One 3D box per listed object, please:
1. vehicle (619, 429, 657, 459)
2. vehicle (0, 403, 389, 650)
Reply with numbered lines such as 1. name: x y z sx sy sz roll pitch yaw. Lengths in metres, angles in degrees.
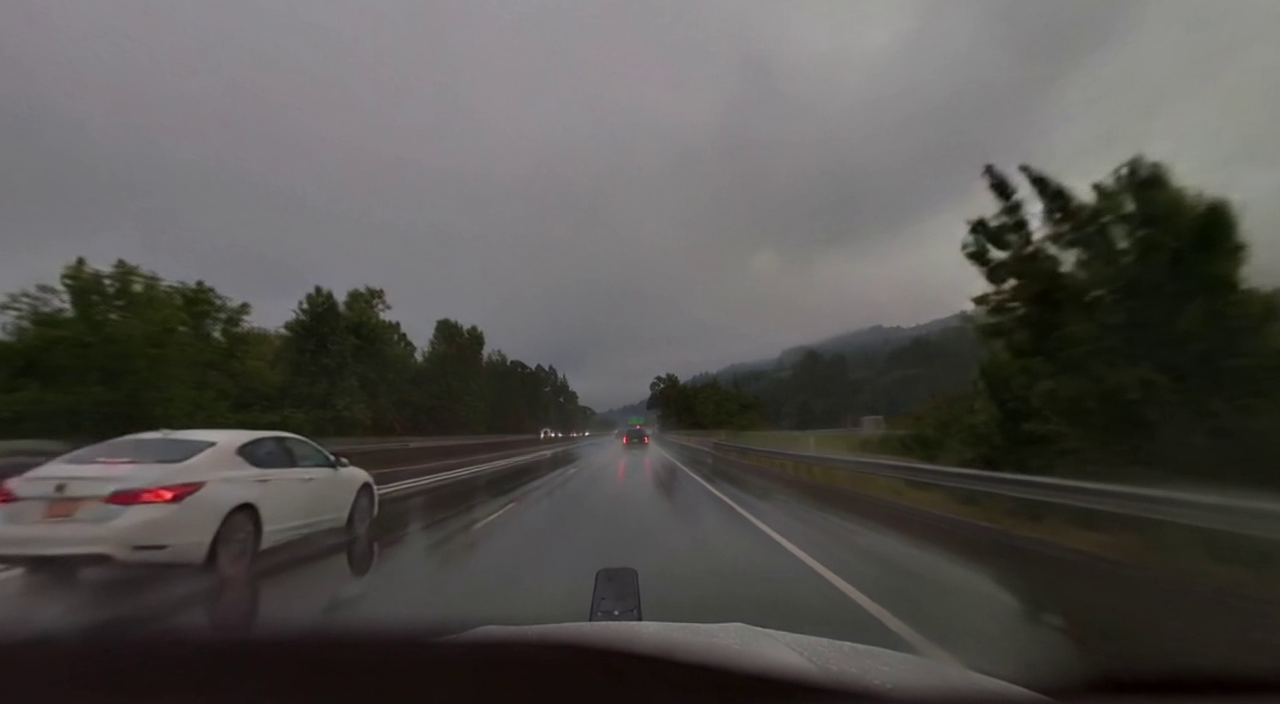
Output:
1. vehicle: -0.128 5.444 37.392 2.134 1.654 4.174 0 -8 0
2. vehicle: -4.204 1.337 5.928 2.030 1.491 4.046 0 -8 0
